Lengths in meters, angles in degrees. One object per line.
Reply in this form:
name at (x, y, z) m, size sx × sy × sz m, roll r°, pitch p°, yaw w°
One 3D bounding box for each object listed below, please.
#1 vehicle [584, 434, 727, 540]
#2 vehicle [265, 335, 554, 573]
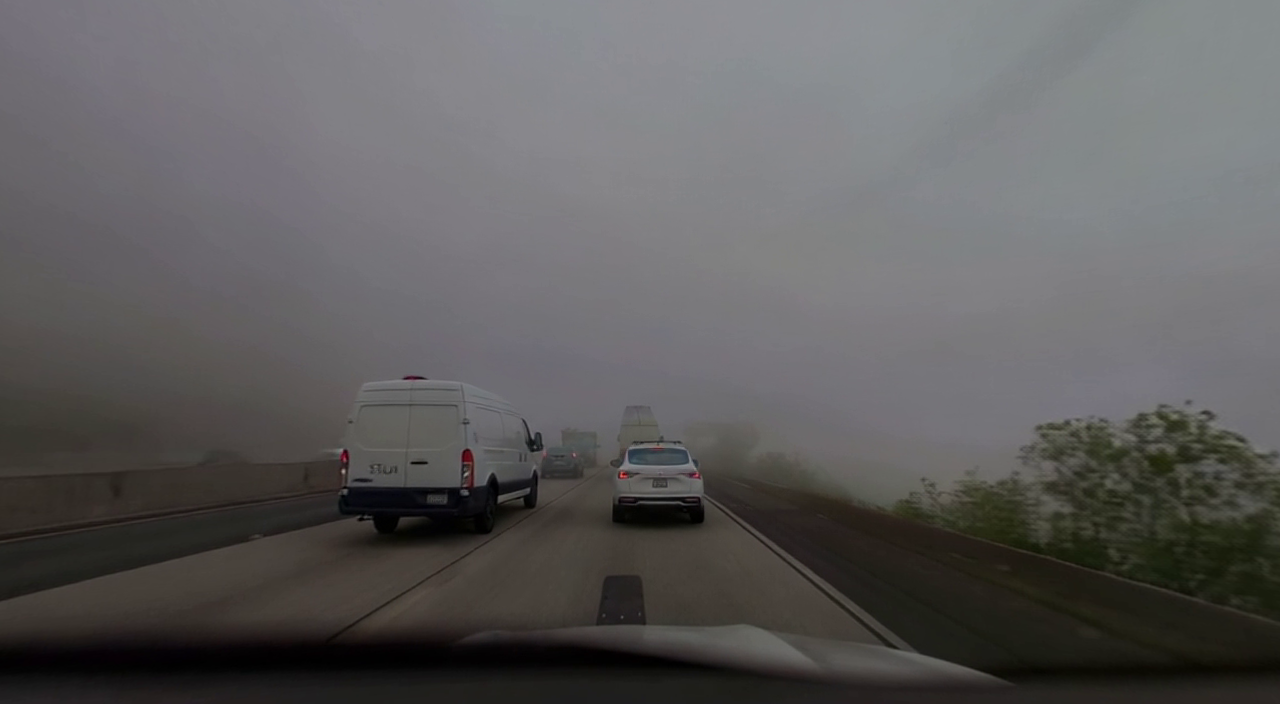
vehicle at (0.210, 2.224, 10.900) m, size 2.063 × 1.507 × 3.488 m, roll 0°, pitch -9°, yaw 0°
vehicle at (-3.125, 1.672, 10.752) m, size 2.289 × 2.757 × 6.726 m, roll 0°, pitch -9°, yaw 0°
